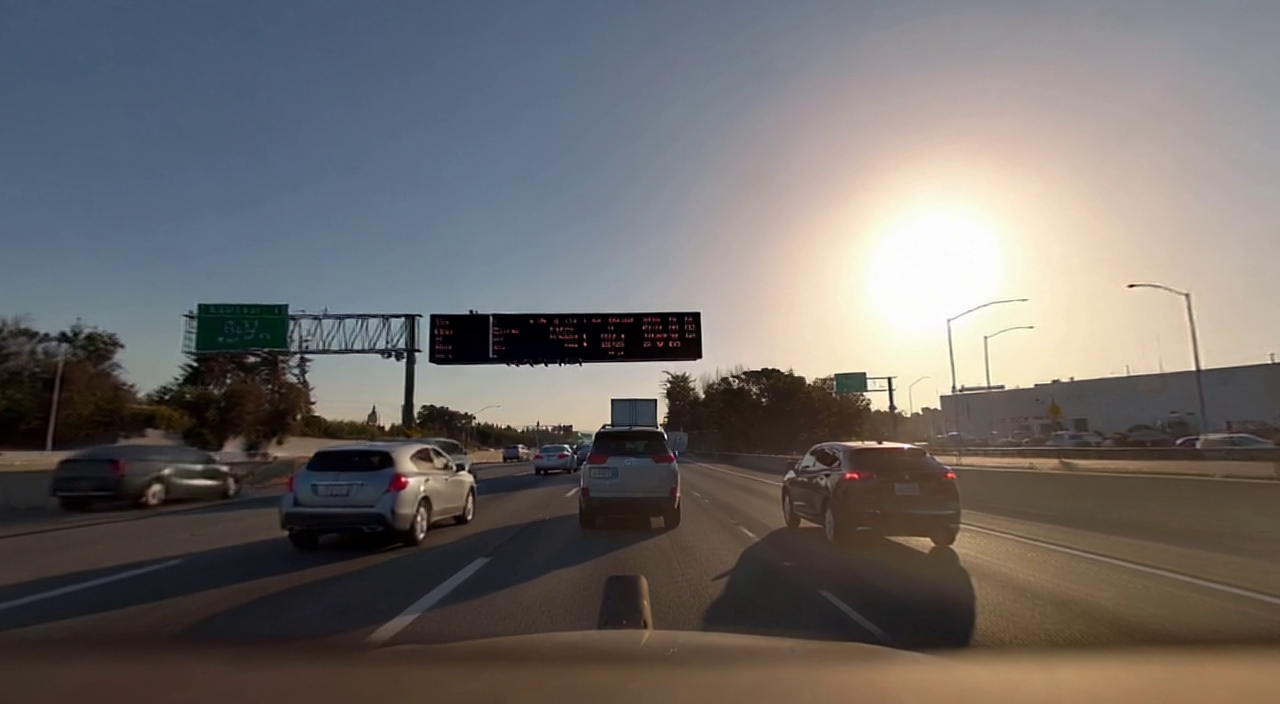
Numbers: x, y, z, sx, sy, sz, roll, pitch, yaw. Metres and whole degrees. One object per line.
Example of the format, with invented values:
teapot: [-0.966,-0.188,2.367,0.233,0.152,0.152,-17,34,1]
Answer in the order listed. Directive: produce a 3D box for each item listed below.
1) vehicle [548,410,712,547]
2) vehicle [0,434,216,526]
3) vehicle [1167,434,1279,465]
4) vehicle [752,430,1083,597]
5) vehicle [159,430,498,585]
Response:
vehicle: [-0.144,1.960,10.326,2.152,1.779,3.924,0,-9,0]
vehicle: [-11.170,2.448,12.679,1.930,1.485,4.765,0,-9,1]
vehicle: [31.818,5.300,34.351,1.805,1.536,4.325,3,-9,-18]
vehicle: [2.888,1.784,7.934,2.018,1.470,4.491,0,-9,-2]
vehicle: [-3.490,1.827,8.315,2.132,1.464,4.481,0,-9,1]
